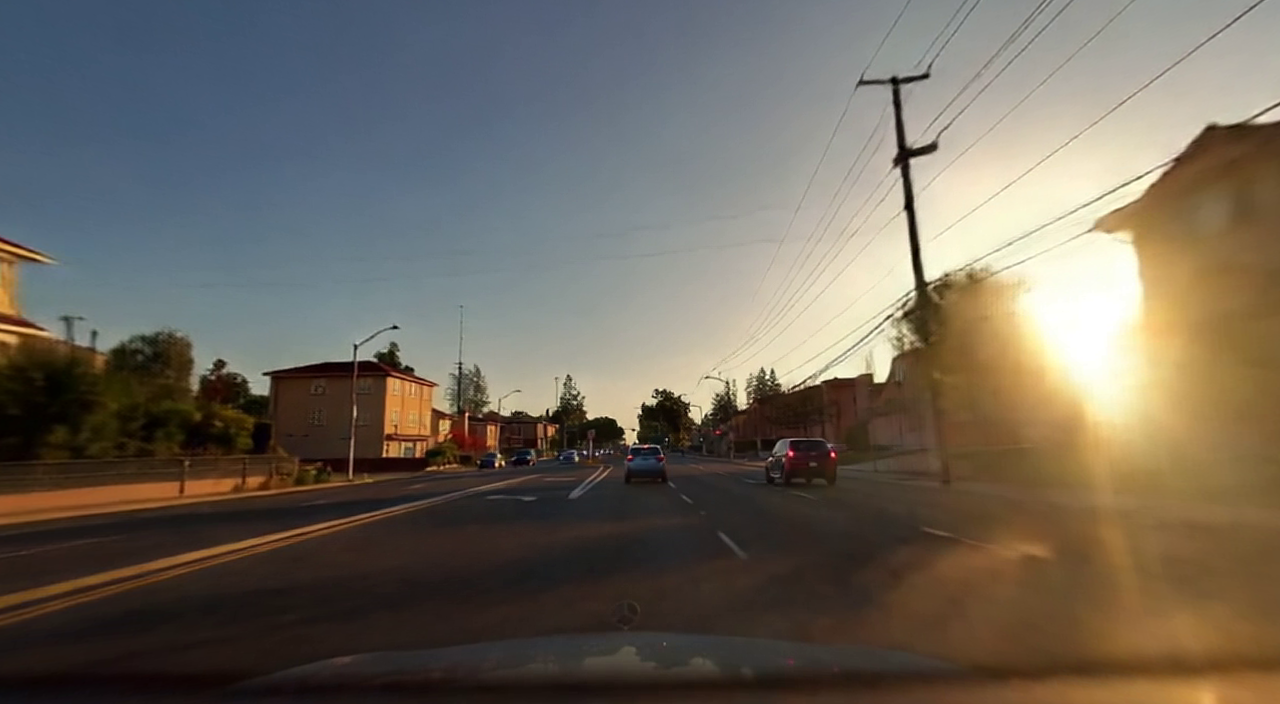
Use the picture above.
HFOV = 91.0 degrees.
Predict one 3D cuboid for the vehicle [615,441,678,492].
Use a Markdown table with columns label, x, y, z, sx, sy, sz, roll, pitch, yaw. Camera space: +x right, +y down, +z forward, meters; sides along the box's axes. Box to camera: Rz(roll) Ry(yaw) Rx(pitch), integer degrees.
| label | x | y | z | sx | sy | sz | roll | pitch | yaw |
| --- | --- | --- | --- | --- | --- | --- | --- | --- | --- |
| vehicle | 0.188 | 4.178 | 23.375 | 2.138 | 1.702 | 4.168 | 0 | -9 | -1 |

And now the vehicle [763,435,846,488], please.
| label | x | y | z | sx | sy | sz | roll | pitch | yaw |
| --- | --- | --- | --- | --- | --- | --- | --- | --- | --- |
| vehicle | 6.278 | 4.229 | 24.595 | 2.061 | 1.889 | 4.268 | 0 | -9 | -1 |
